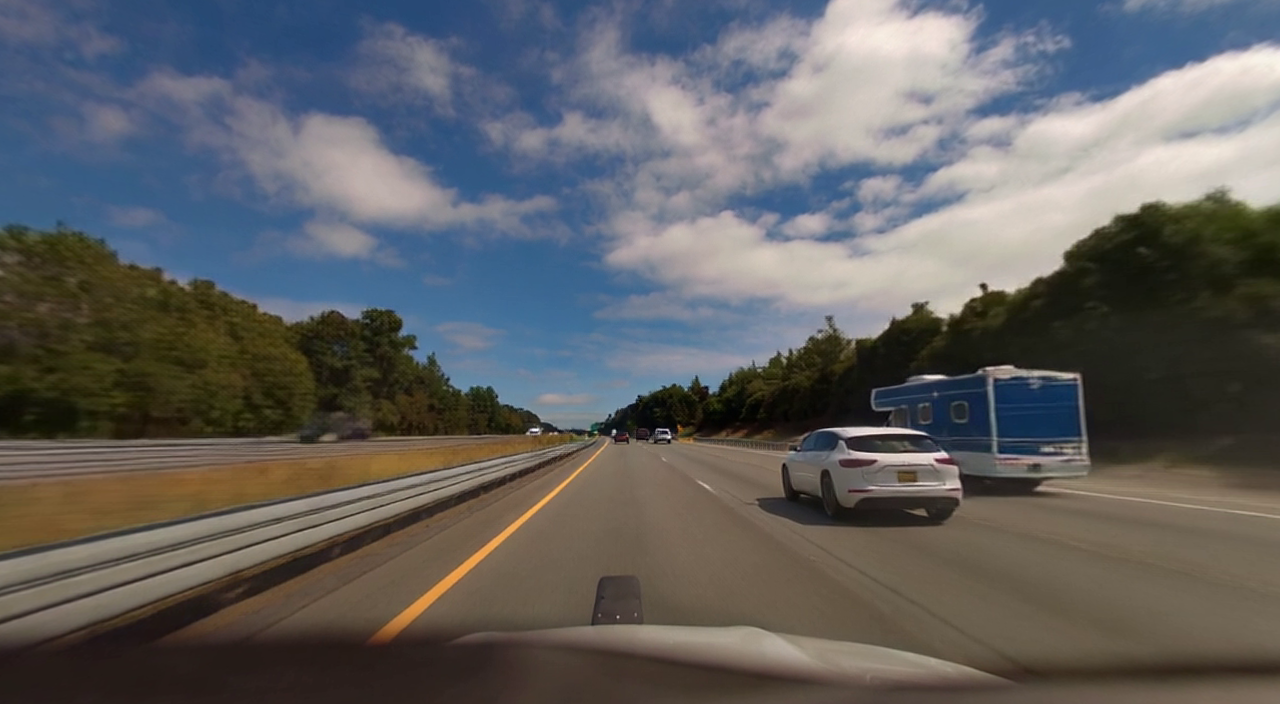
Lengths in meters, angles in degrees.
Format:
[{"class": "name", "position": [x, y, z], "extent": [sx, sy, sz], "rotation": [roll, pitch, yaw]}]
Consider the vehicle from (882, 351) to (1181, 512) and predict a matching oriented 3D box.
[{"class": "vehicle", "position": [7.672, 1.699, 13.457], "extent": [2.594, 2.701, 5.573], "rotation": [0, -8, -2]}]

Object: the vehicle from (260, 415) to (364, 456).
[{"class": "vehicle", "position": [-12.583, 3.250, 24.475], "extent": [1.932, 1.450, 3.980], "rotation": [0, -8, -1]}]

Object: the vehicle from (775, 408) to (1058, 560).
[{"class": "vehicle", "position": [3.306, 1.631, 8.543], "extent": [2.002, 1.569, 3.845], "rotation": [0, -8, -1]}]
